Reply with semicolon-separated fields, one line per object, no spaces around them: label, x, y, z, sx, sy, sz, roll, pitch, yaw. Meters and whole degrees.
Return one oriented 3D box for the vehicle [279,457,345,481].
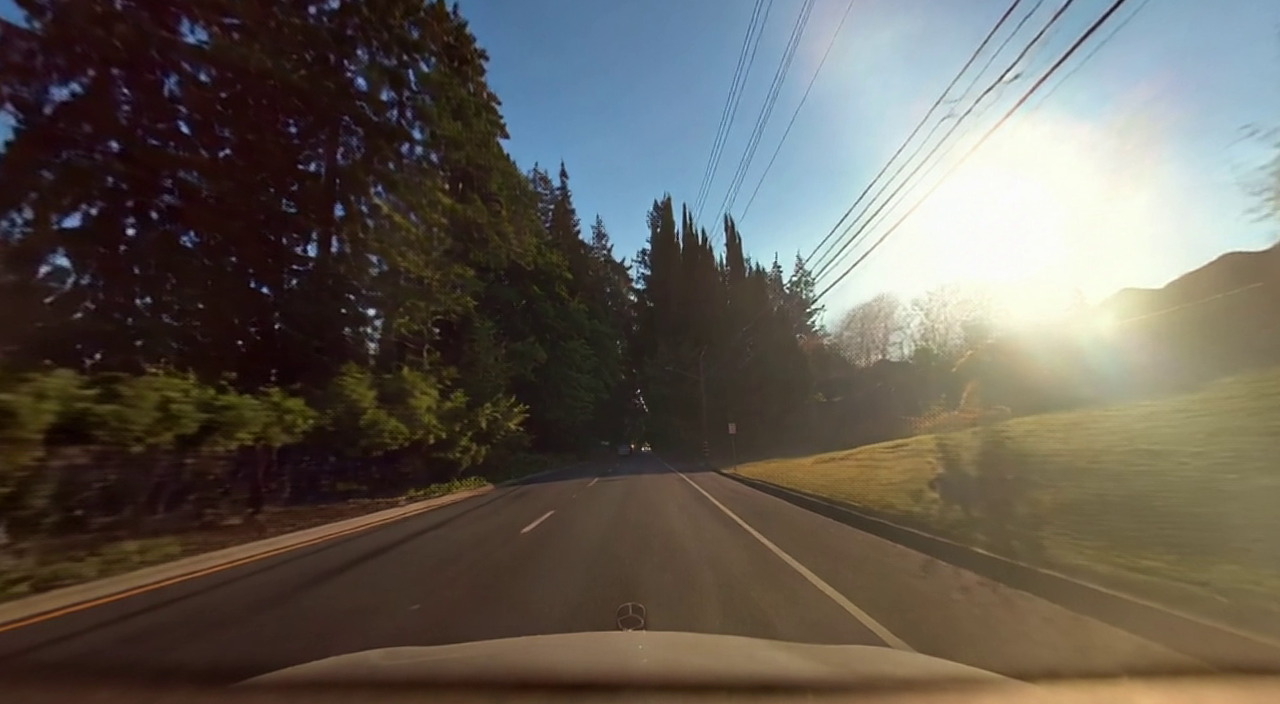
vehicle;-21.842;7.785;42.223;1.949;1.439;4.626;0;-8;0
